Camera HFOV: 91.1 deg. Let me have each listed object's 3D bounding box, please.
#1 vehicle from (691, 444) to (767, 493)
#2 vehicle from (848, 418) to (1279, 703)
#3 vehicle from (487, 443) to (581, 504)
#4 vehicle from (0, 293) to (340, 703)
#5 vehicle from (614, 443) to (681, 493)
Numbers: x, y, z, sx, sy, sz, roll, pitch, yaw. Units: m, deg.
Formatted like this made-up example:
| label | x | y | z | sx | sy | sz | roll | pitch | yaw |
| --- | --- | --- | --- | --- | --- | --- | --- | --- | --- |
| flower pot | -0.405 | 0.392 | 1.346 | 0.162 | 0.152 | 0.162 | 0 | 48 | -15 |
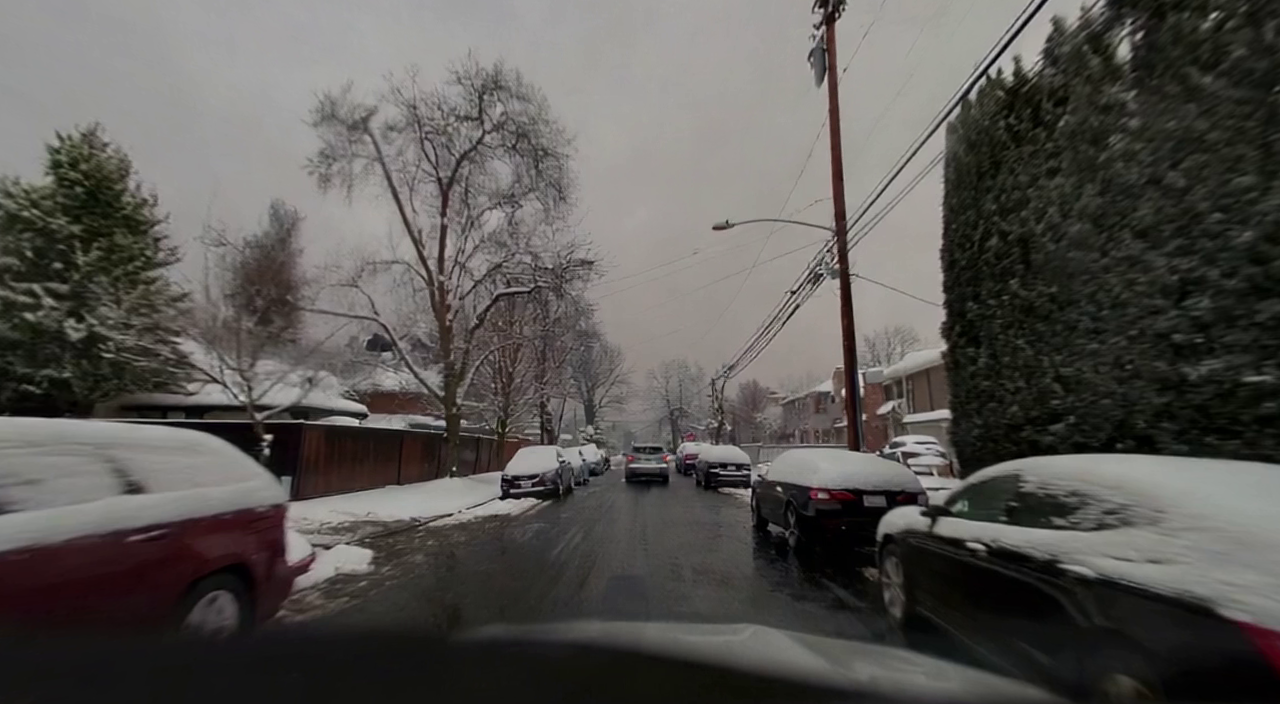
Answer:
| label | x | y | z | sx | sy | sz | roll | pitch | yaw |
| --- | --- | --- | --- | --- | --- | --- | --- | --- | --- |
| vehicle | 3.079 | 4.114 | 22.618 | 1.967 | 1.563 | 4.237 | 0 | -8 | -2 |
| vehicle | 2.893 | 1.211 | 3.583 | 1.869 | 1.505 | 4.397 | 0 | -8 | 0 |
| vehicle | -2.917 | 3.441 | 18.306 | 1.877 | 1.521 | 4.348 | 0 | -8 | 2 |
| vehicle | -3.046 | 0.733 | 1.954 | 2.044 | 1.797 | 4.650 | -1 | -10 | -2 |
| vehicle | 0.248 | 3.805 | 20.979 | 2.010 | 1.499 | 4.107 | 0 | -8 | 1 |
